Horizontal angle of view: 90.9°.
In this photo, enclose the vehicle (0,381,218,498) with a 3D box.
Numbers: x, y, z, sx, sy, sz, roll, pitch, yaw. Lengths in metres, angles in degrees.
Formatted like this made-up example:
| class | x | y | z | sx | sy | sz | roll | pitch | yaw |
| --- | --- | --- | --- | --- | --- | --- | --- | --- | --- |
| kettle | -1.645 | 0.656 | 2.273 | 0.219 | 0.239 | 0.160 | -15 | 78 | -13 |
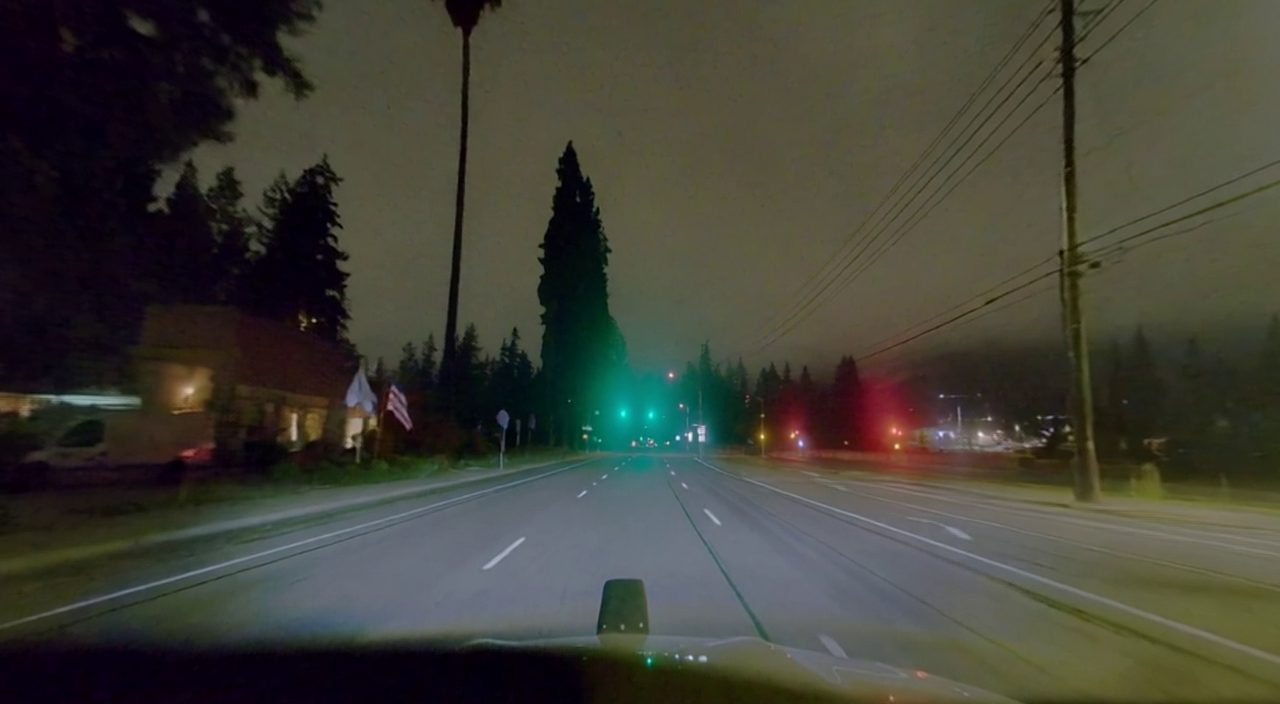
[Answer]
| class | x | y | z | sx | sy | sz | roll | pitch | yaw |
| --- | --- | --- | --- | --- | --- | --- | --- | --- | --- |
| vehicle | -13.171 | 2.103 | 15.127 | 2.476 | 2.256 | 5.686 | 1 | -8 | -5 |
